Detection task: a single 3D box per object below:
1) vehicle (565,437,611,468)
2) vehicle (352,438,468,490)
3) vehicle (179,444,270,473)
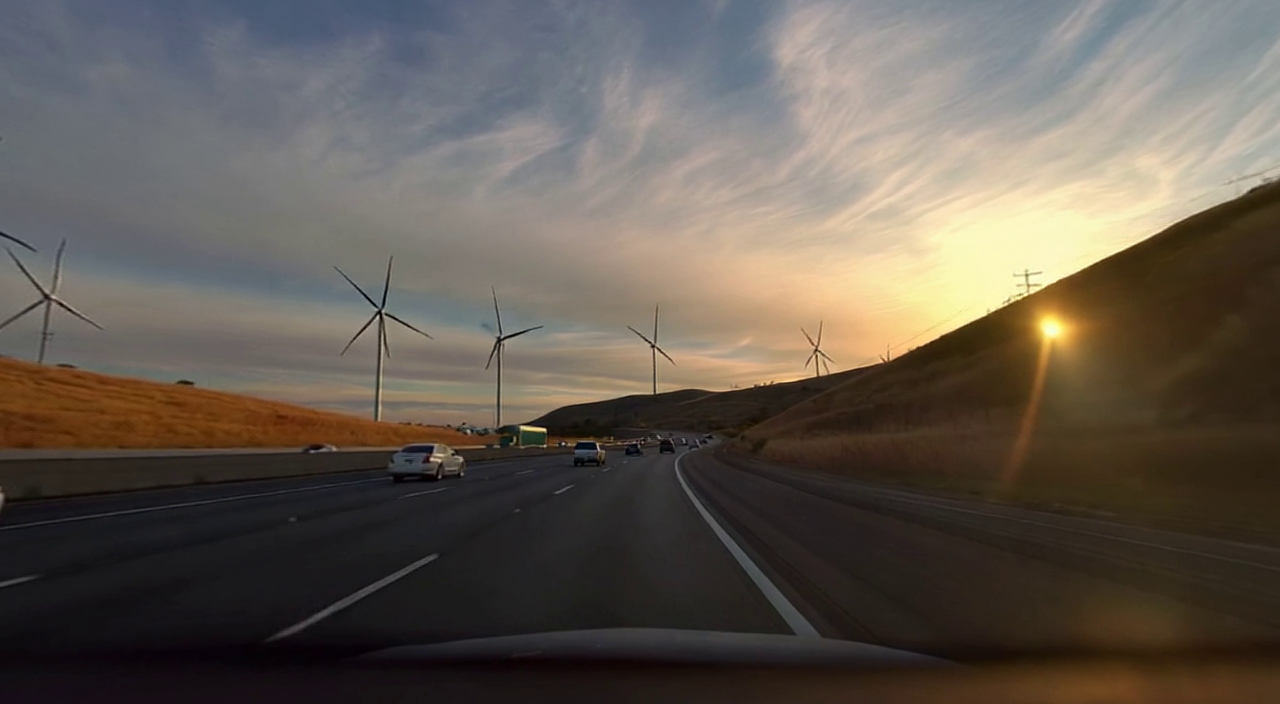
[{"bbox_3d":[-3.051,6.015,37.865,2.118,1.702,4.355,0,-9,4],"label":"vehicle"},{"bbox_3d":[-7.612,3.743,21.448,2.015,1.537,4.728,0,-9,2],"label":"vehicle"},{"bbox_3d":[-21.208,5.445,32.357,1.993,1.392,3.767,0,-9,2],"label":"vehicle"}]
